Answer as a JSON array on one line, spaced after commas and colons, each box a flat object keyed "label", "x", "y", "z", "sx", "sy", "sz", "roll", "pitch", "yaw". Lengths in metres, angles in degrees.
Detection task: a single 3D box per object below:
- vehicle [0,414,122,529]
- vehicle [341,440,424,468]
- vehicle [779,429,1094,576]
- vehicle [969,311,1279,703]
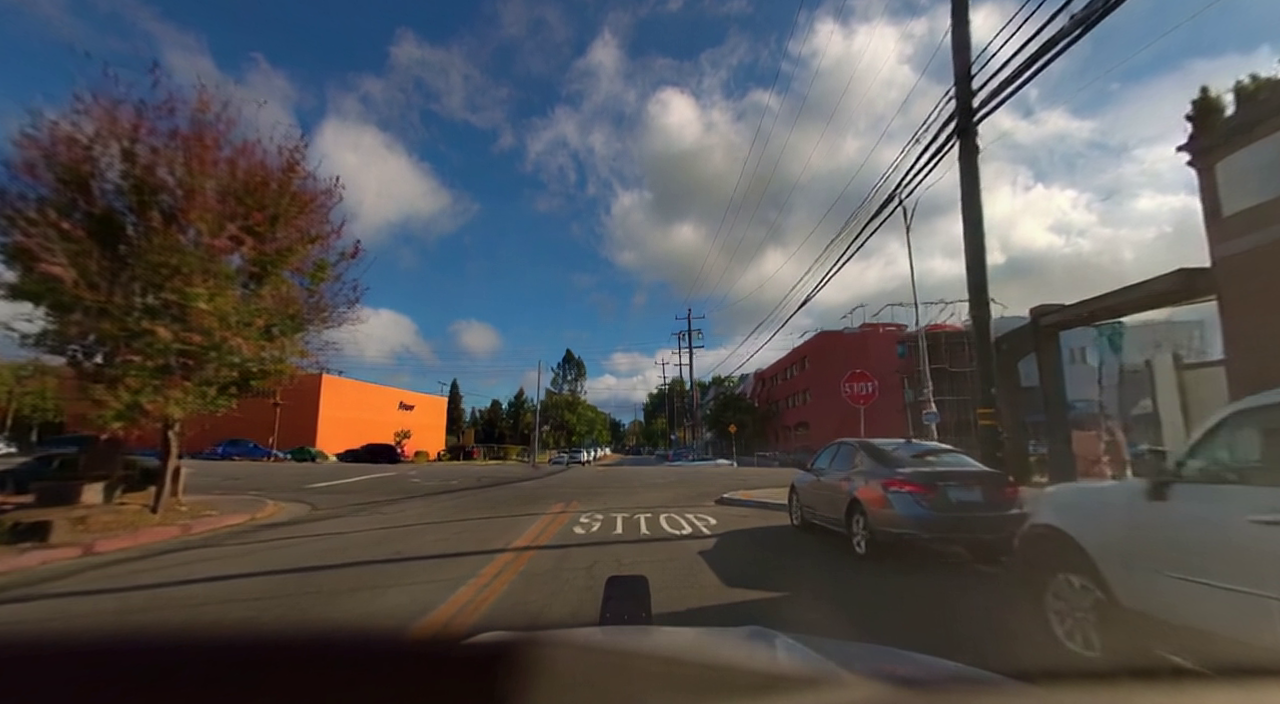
[{"label": "vehicle", "x": -12.284, "y": 1.990, "z": 10.745, "sx": 4.787, "sy": 1.752, "sz": 2.212, "roll": 0, "pitch": -8, "yaw": -3}, {"label": "vehicle", "x": -17.184, "y": 6.835, "z": 42.292, "sx": 4.689, "sy": 1.803, "sz": 1.958, "roll": 0, "pitch": -8, "yaw": -2}, {"label": "vehicle", "x": 3.620, "y": 1.916, "z": 8.993, "sx": 2.041, "sy": 1.495, "sz": 4.815, "roll": 0, "pitch": -8, "yaw": -2}, {"label": "vehicle", "x": 3.688, "y": 0.788, "z": 2.400, "sx": 2.178, "sy": 1.856, "sz": 4.756, "roll": 3, "pitch": -7, "yaw": -3}]
